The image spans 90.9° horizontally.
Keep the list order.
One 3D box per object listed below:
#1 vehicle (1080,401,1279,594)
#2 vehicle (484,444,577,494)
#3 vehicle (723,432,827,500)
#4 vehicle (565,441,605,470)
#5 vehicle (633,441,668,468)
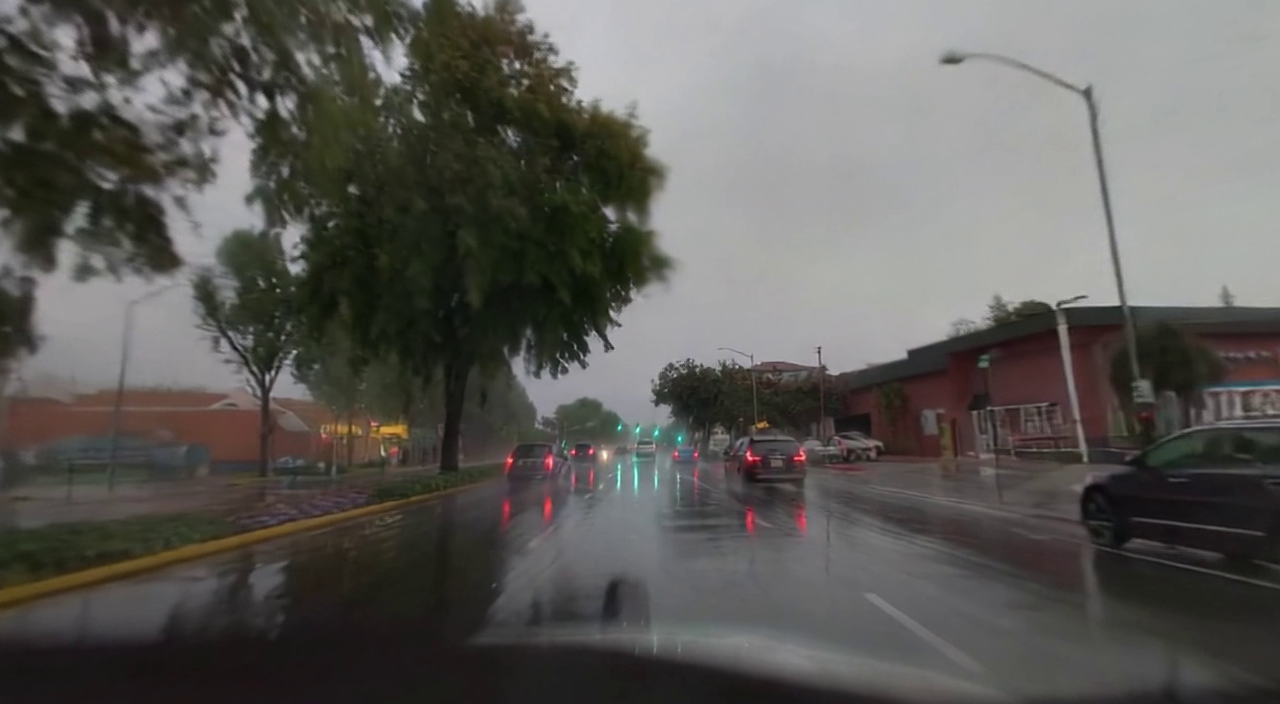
[{"bbox_3d":[7.078,1.371,5.831,2.189,1.783,5.122,1,-8,-2],"label":"vehicle"},{"bbox_3d":[-3.276,3.590,19.811,2.013,1.354,4.393,0,-8,2],"label":"vehicle"},{"bbox_3d":[3.745,3.250,18.426,1.980,1.709,4.813,0,-8,0],"label":"vehicle"},{"bbox_3d":[-3.291,6.279,38.496,1.988,1.645,3.995,0,-8,1],"label":"vehicle"},{"bbox_3d":[0.676,6.716,41.654,2.192,1.674,4.124,0,-8,0],"label":"vehicle"}]
